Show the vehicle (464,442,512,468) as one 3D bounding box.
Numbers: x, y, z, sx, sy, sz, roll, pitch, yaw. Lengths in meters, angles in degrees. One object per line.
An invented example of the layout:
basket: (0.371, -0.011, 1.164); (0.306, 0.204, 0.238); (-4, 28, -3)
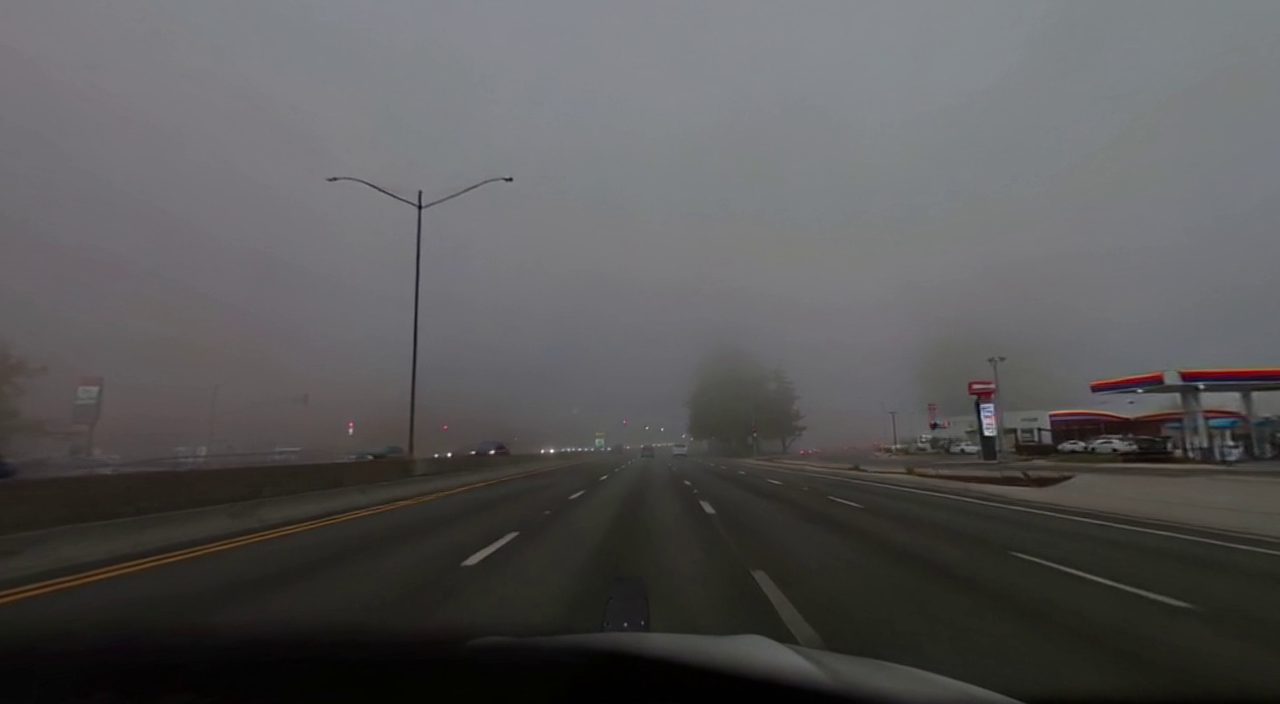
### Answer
vehicle: (-9.978, 6.774, 41.710); (2.059, 1.621, 4.269); (0, -8, 1)

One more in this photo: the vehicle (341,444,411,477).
vehicle: (-12.962, 5.326, 31.198); (1.722, 1.510, 3.779); (0, -8, 2)
